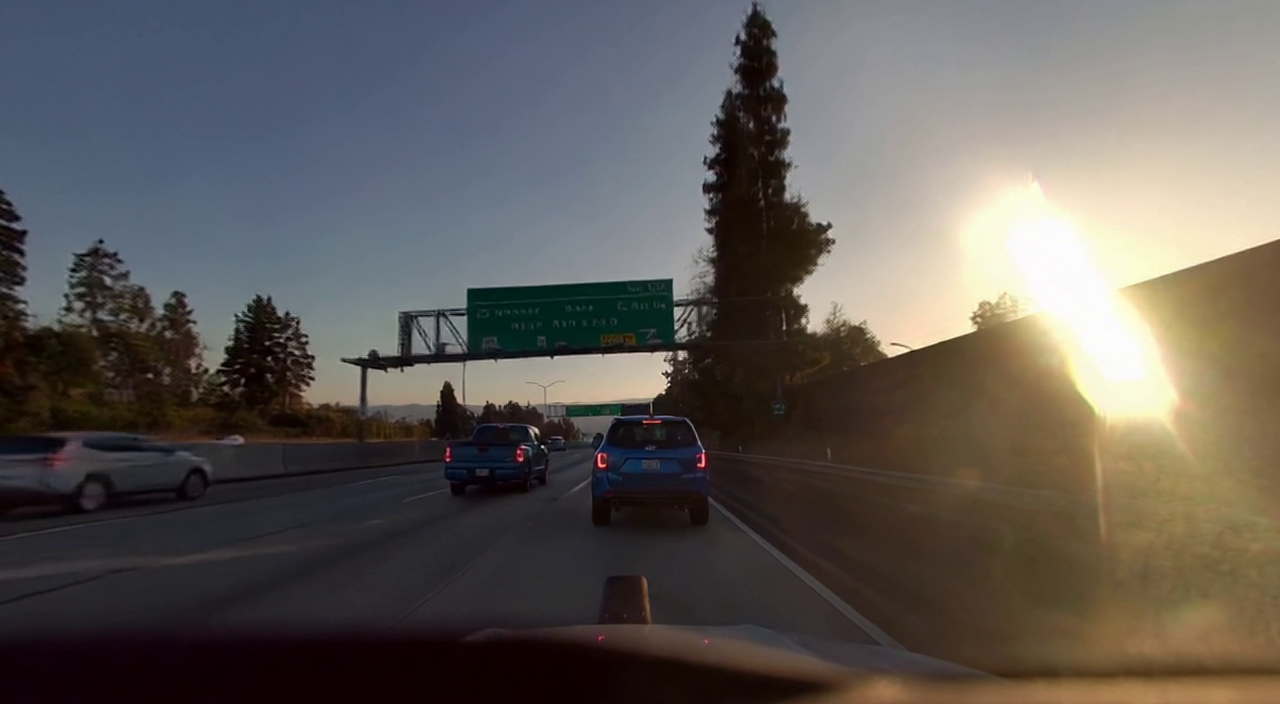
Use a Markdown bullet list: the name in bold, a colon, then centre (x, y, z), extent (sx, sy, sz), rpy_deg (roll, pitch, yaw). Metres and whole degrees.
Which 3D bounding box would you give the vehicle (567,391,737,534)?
- **vehicle**: centre (0.162, 1.908, 11.362), extent (2.395, 2.013, 4.734), rpy_deg (0, -8, 0)

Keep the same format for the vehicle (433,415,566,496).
- **vehicle**: centre (-3.784, 2.953, 18.339), extent (2.486, 1.962, 5.525), rpy_deg (0, -8, 1)

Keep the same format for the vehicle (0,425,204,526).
- **vehicle**: centre (-10.470, 2.101, 11.180), extent (2.002, 1.484, 4.798), rpy_deg (0, -8, 1)
